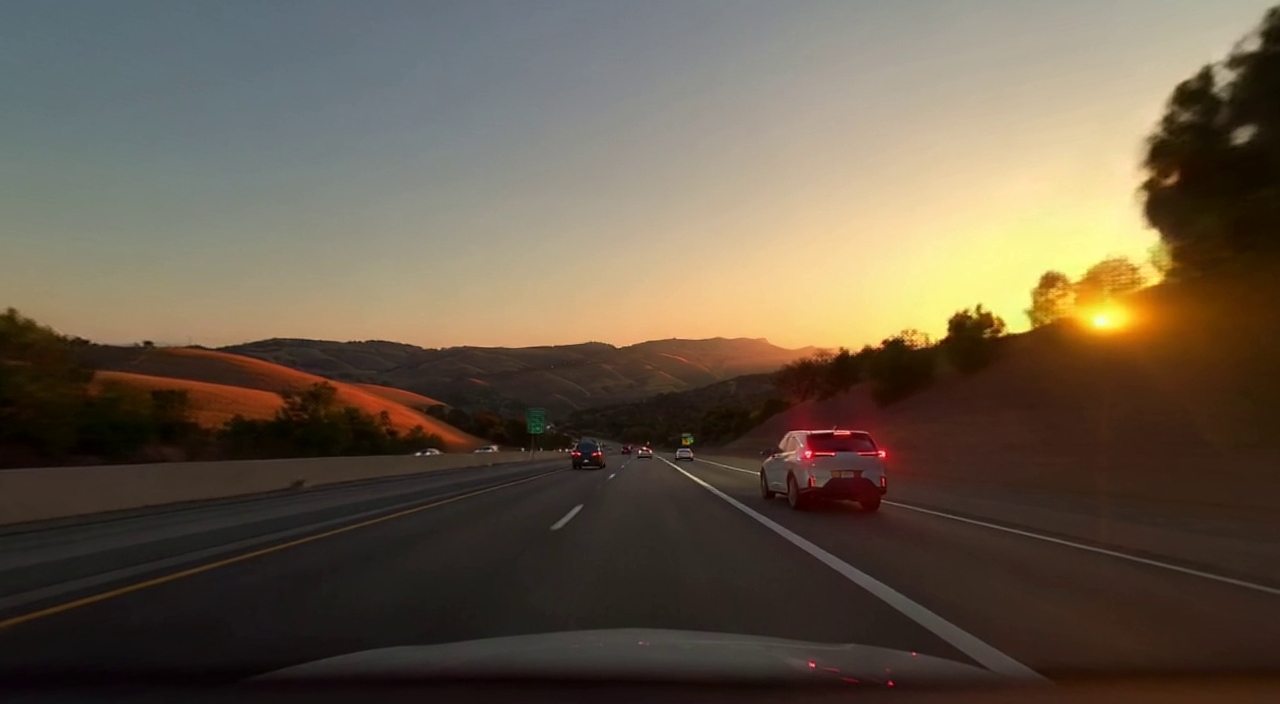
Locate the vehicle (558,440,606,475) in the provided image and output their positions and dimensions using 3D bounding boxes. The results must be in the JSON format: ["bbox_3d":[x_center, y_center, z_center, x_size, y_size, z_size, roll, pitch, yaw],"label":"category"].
[{"bbox_3d":[-3.019,5.564,33.513,2.070,1.707,4.309,0,-9,1],"label":"vehicle"}]
